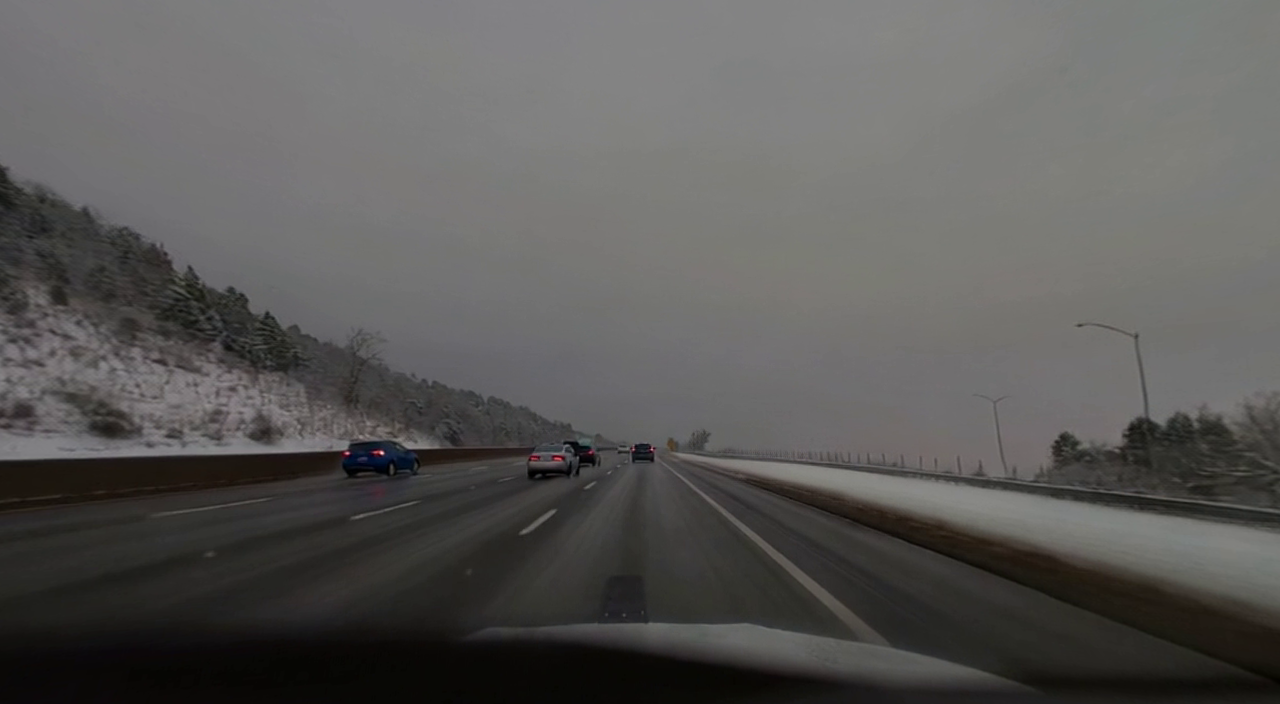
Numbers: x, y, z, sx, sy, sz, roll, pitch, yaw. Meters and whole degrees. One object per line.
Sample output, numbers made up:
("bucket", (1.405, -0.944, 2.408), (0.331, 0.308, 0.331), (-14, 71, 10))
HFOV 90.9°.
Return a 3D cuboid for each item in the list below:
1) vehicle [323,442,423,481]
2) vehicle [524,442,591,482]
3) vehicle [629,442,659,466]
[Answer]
("vehicle", (-11.018, 4.532, 26.489), (1.945, 1.466, 4.947), (0, -8, 1))
("vehicle", (-3.347, 4.564, 26.573), (2.080, 1.505, 4.649), (-1, -8, 1))
("vehicle", (0.333, 7.555, 47.067), (2.138, 1.674, 4.044), (0, -8, 1))
